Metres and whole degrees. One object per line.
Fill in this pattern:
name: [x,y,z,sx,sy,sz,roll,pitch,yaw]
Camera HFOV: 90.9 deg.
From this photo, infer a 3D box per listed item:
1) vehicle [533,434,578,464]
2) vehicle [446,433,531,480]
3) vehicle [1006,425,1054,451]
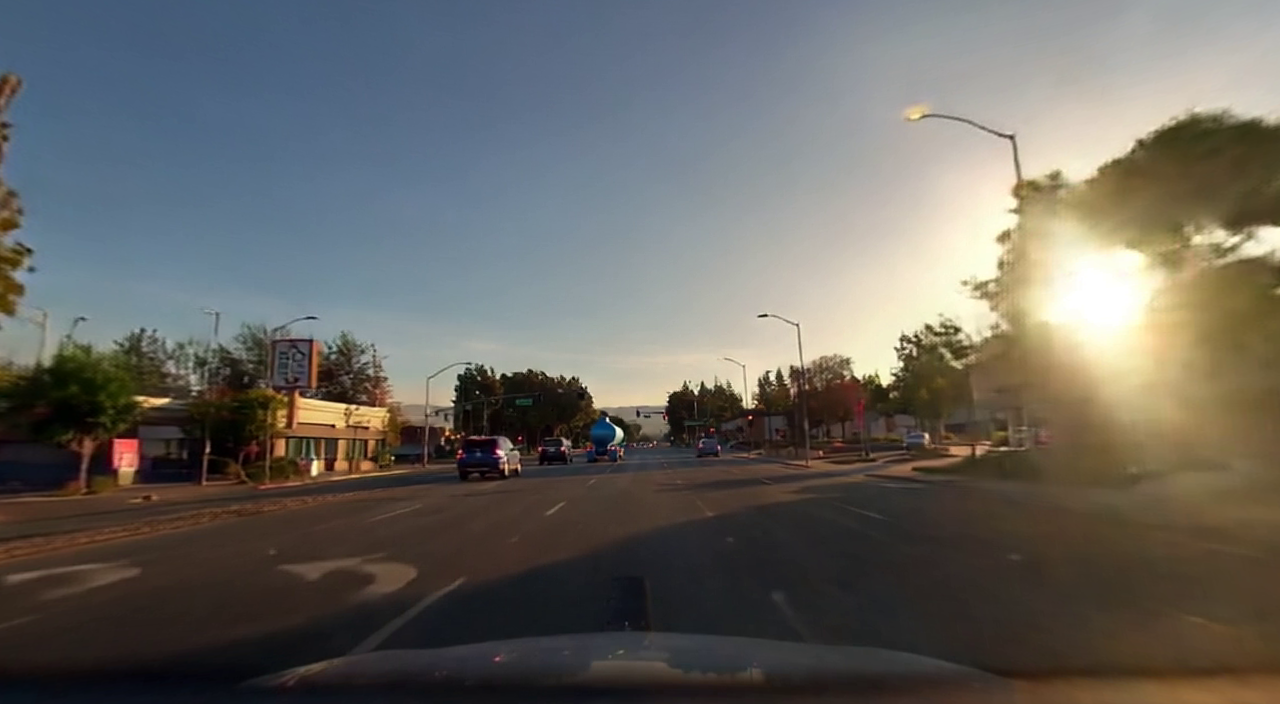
vehicle: [-5.979,6.969,45.364,2.375,1.989,5.497,0,-8,1]
vehicle: [-6.049,4.236,25.782,2.179,1.750,4.621,0,-8,2]
vehicle: [23.758,5.252,38.328,1.924,1.467,4.572,-6,-11,37]
